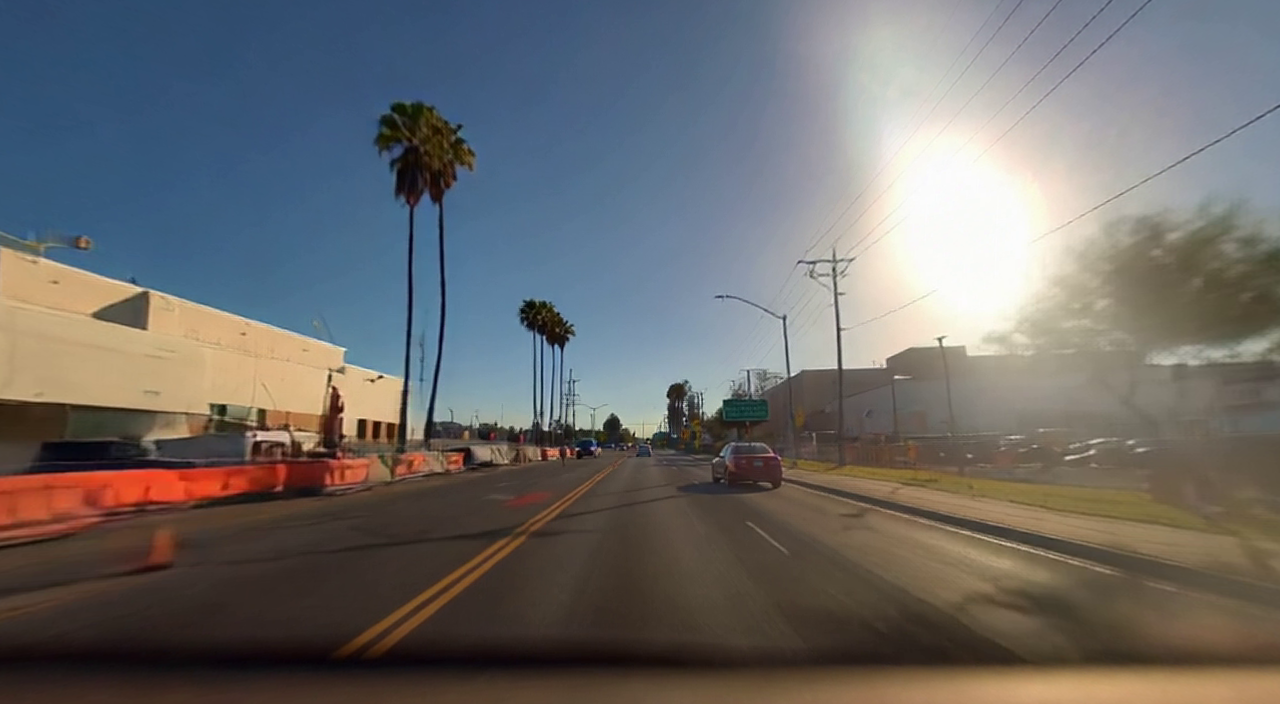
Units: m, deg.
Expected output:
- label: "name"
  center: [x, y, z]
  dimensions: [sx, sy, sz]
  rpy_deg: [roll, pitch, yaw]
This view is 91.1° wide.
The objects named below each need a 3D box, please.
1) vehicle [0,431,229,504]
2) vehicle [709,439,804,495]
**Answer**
- label: "vehicle"
  center: [-18.221, 3.754, 20.939]
  dimensions: [6.969, 2.132, 2.716]
  rpy_deg: [8, -12, -44]
- label: "vehicle"
  center: [3.550, 3.590, 20.105]
  dimensions: [2.148, 1.562, 4.642]
  rpy_deg: [0, -8, 0]
